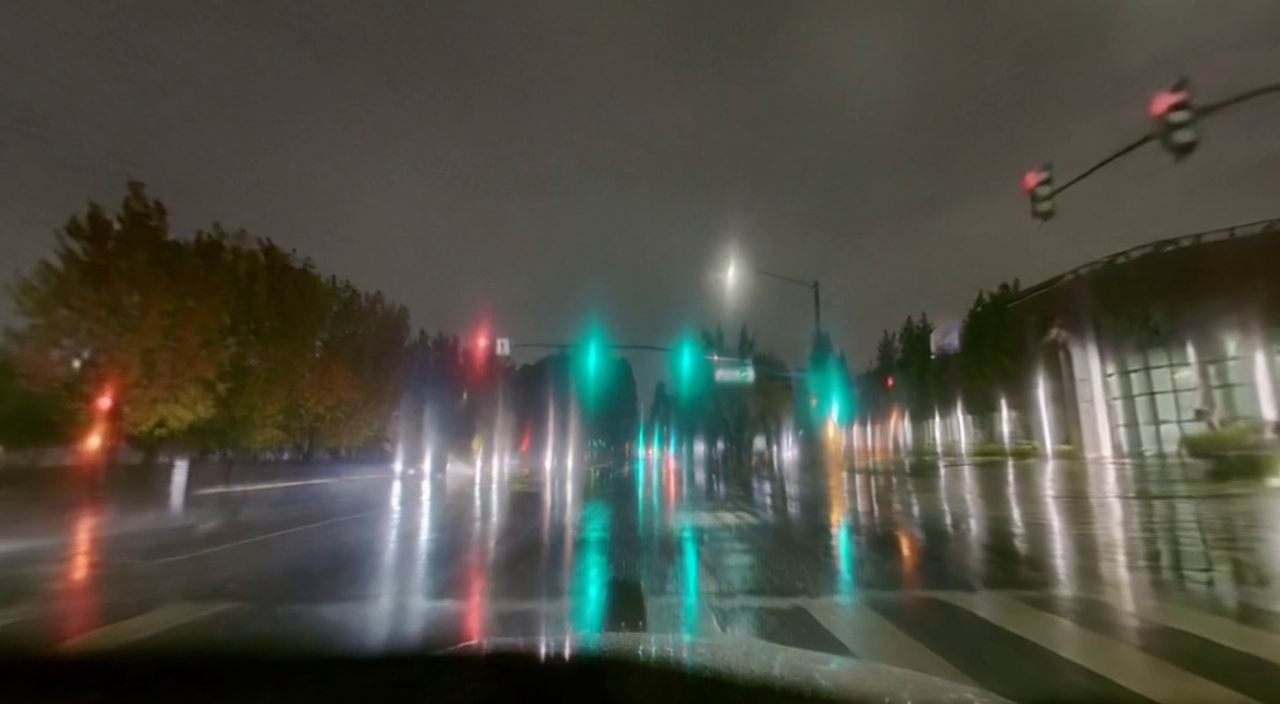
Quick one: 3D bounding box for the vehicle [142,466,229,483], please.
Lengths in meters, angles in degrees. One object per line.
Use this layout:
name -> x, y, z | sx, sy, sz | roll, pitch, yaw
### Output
vehicle -> -30.548, 8.239, 42.254 | 4.611, 1.021, 1.473 | 1, -8, -4

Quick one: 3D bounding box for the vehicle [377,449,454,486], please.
vehicle -> -11.528, 5.936, 32.640 | 2.069, 1.673, 4.853 | -1, -8, 1
